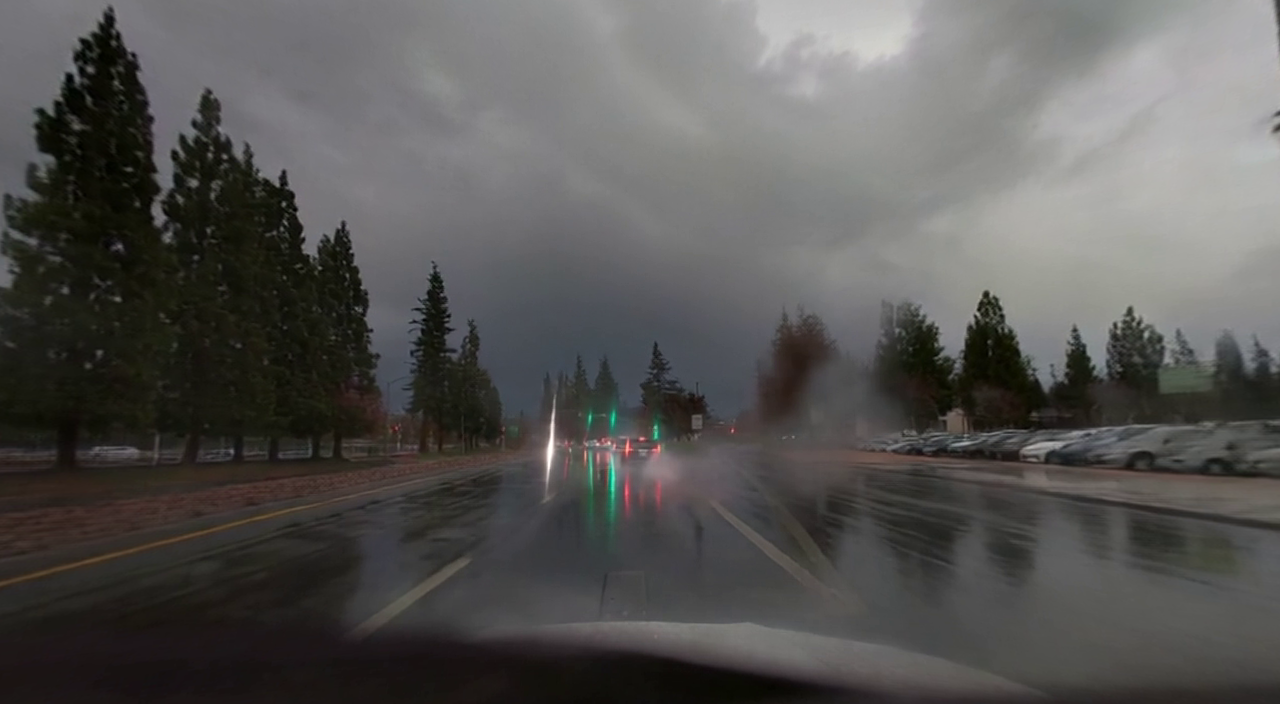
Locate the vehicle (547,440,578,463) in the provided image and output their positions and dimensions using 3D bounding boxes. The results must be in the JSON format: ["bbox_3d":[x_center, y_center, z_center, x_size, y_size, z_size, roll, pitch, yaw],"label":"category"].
[{"bbox_3d":[-5.473,7.068,44.901,1.950,1.563,3.727,0,-9,-3],"label":"vehicle"}]

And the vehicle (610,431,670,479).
[{"bbox_3d":[-0.046,3.960,24.372,2.135,1.691,3.884,0,-9,-1],"label":"vehicle"}]
